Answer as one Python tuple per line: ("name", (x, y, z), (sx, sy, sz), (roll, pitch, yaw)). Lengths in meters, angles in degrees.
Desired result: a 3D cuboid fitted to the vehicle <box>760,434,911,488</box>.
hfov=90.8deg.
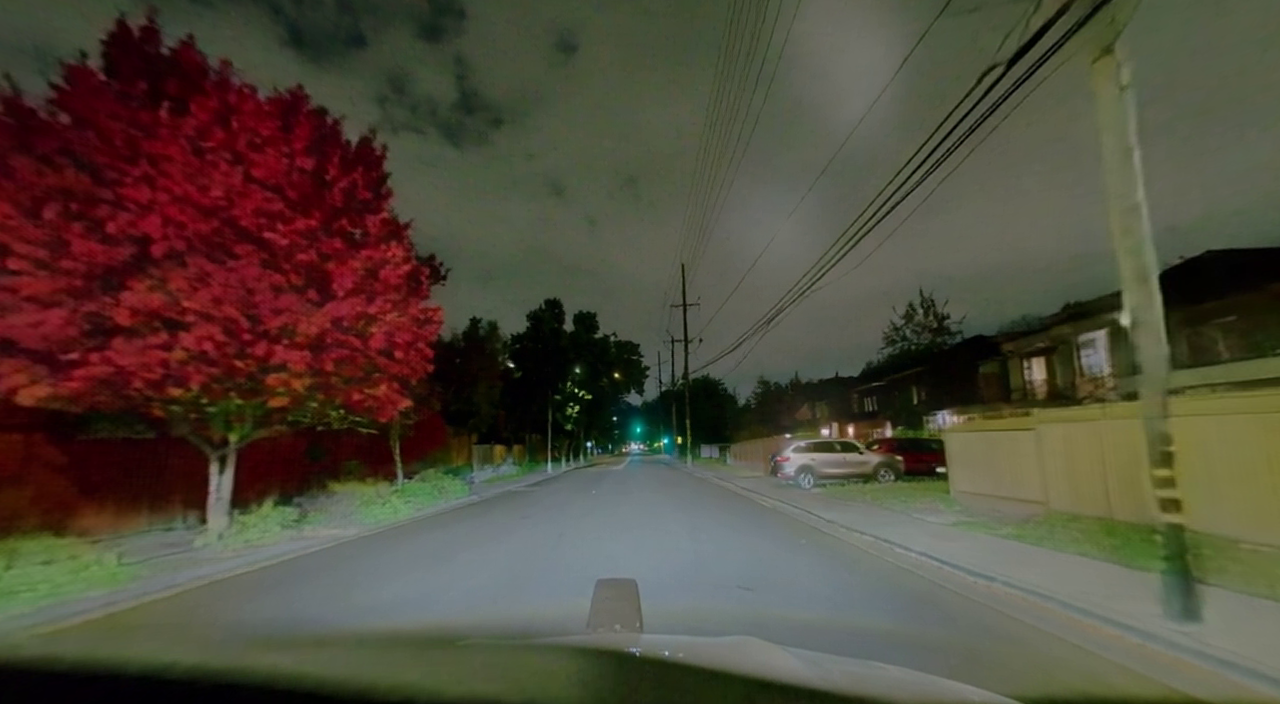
("vehicle", (6.996, 3.952, 23.038), (4.806, 1.851, 2.050), (0, -9, 1))
